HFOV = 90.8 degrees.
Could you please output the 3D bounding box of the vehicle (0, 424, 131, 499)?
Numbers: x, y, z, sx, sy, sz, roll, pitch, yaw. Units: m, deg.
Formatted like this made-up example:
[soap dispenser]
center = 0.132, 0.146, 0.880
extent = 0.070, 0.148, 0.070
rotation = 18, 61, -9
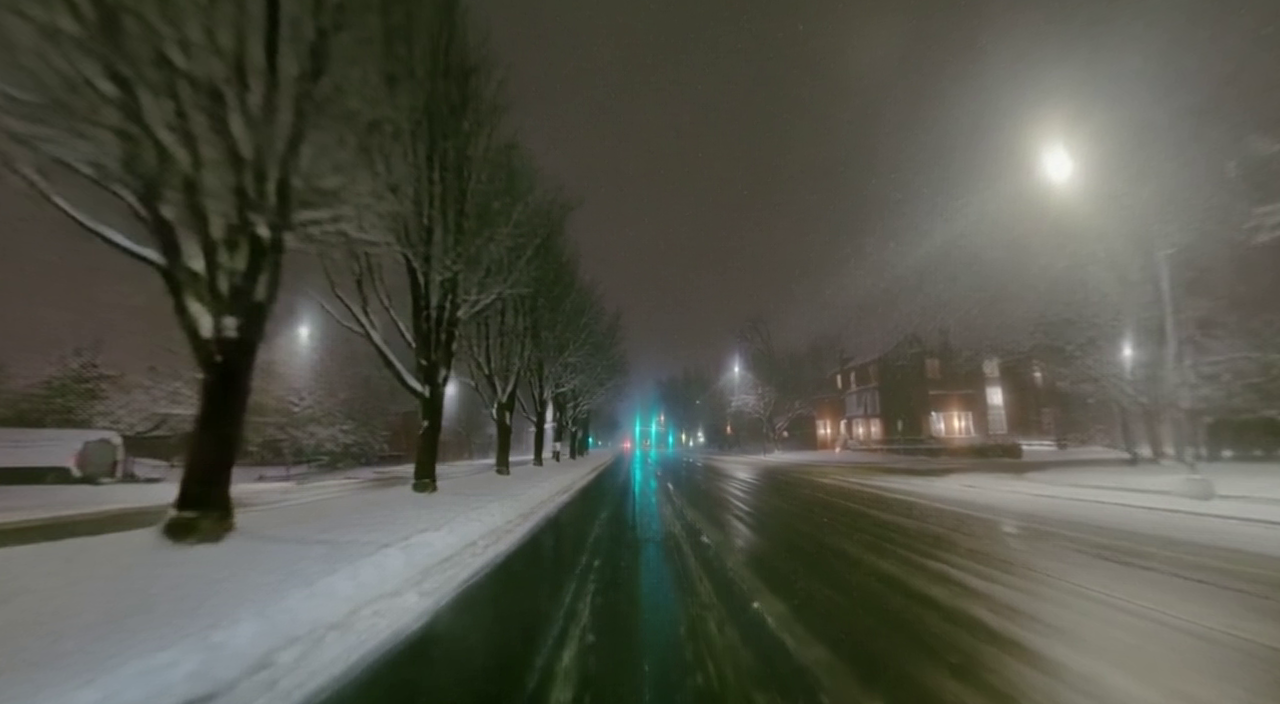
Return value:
[vehicle]
center = -28.936, 5.164, 29.230
extent = 8.492, 3.055, 3.116
rotation = -4, -9, 6
